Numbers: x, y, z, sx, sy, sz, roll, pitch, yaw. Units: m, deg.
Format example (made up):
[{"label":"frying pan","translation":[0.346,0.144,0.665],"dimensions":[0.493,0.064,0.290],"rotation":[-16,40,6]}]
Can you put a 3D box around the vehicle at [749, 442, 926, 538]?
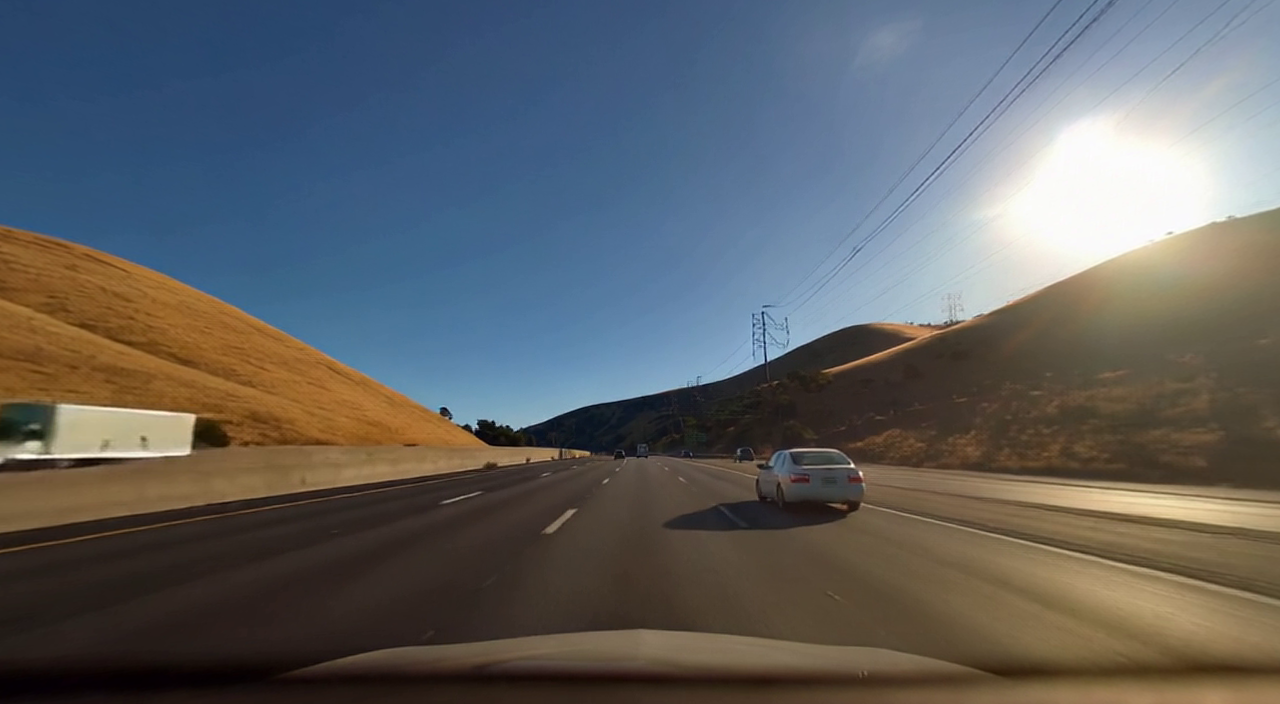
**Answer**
[{"label":"vehicle","translation":[3.618,2.586,12.532],"dimensions":[2.086,1.542,4.355],"rotation":[0,-8,0]}]

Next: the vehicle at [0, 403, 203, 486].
[{"label":"vehicle","translation":[-25.448,4.339,29.613],"dimensions":[2.932,3.269,9.533],"rotation":[0,-8,0]}]
